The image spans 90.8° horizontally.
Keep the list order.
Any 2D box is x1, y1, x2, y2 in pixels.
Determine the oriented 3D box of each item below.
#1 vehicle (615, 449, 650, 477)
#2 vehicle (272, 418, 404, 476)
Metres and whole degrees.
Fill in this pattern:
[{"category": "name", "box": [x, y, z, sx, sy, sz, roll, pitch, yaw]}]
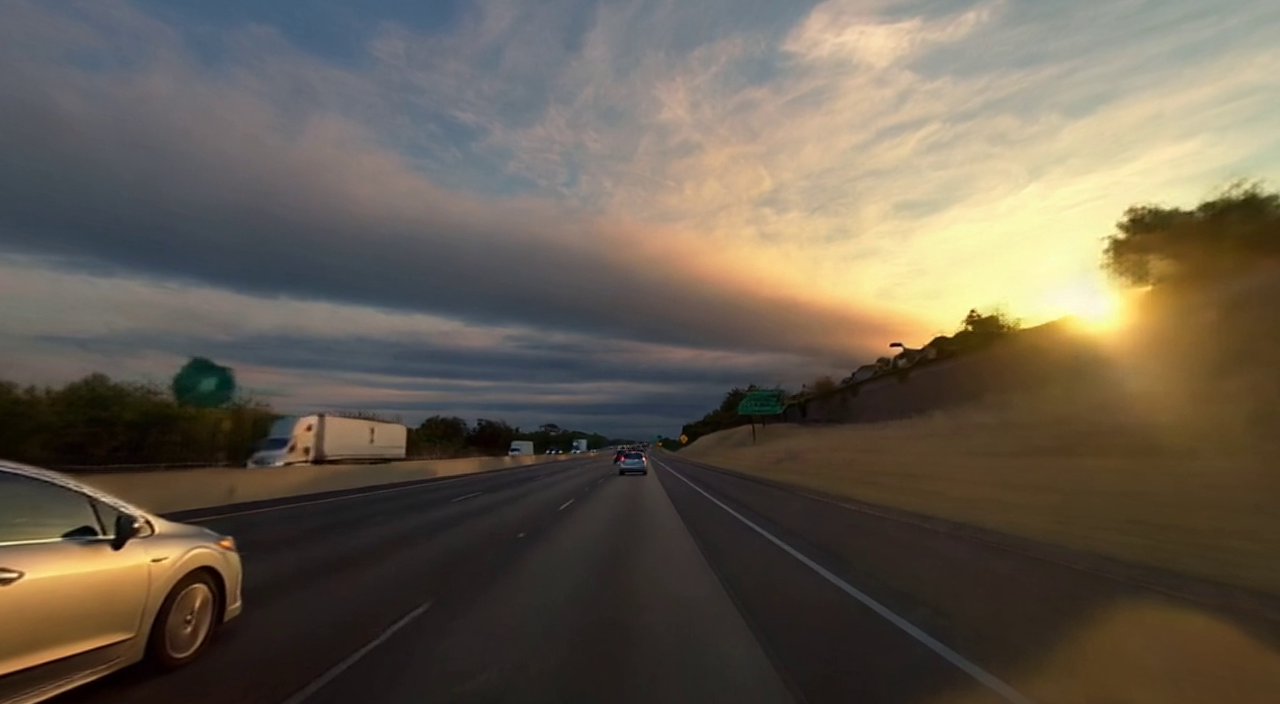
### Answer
[{"category": "vehicle", "box": [-0.375, 6.385, 36.581, 1.908, 1.515, 3.871, 0, -9, 1]}, {"category": "vehicle", "box": [-22.994, 7.512, 49.680, 2.903, 3.856, 14.989, 0, -9, 1]}]
